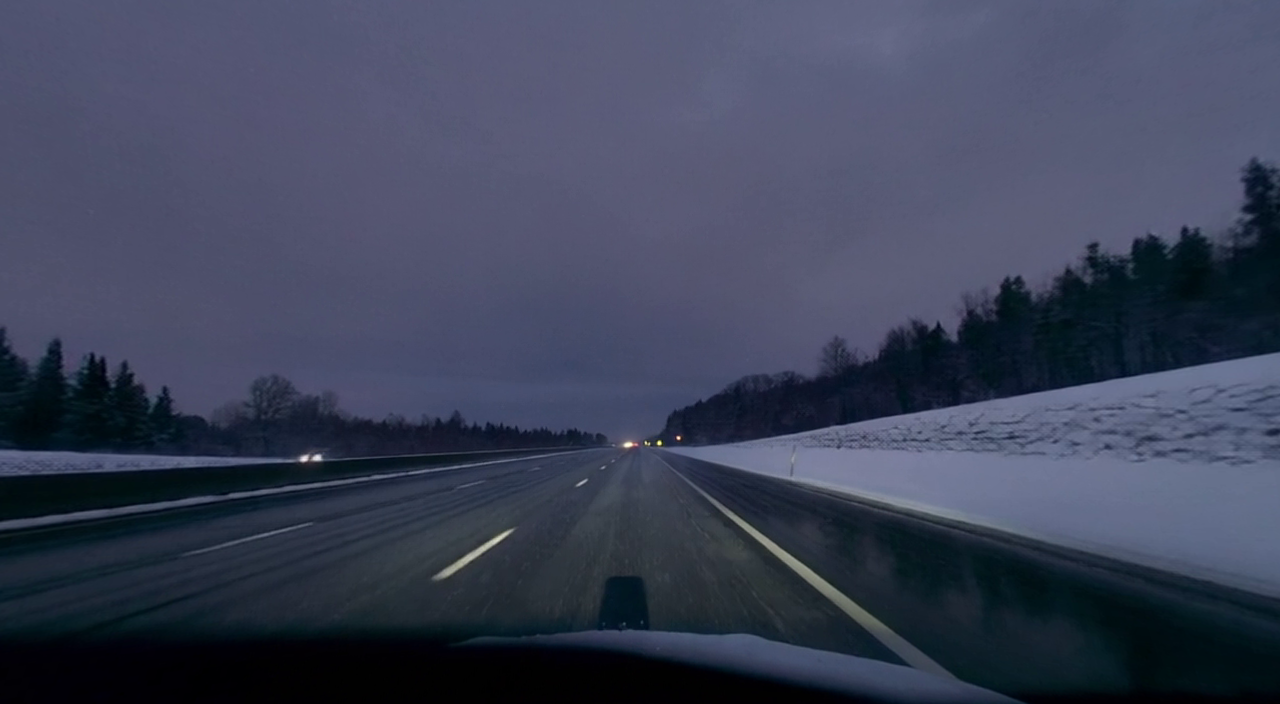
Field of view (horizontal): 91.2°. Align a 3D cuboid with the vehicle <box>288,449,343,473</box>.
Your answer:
[{"bbox_3d":[-23.340,7.809,45.291,1.812,1.617,3.816,0,-8,0],"label":"vehicle"}]
